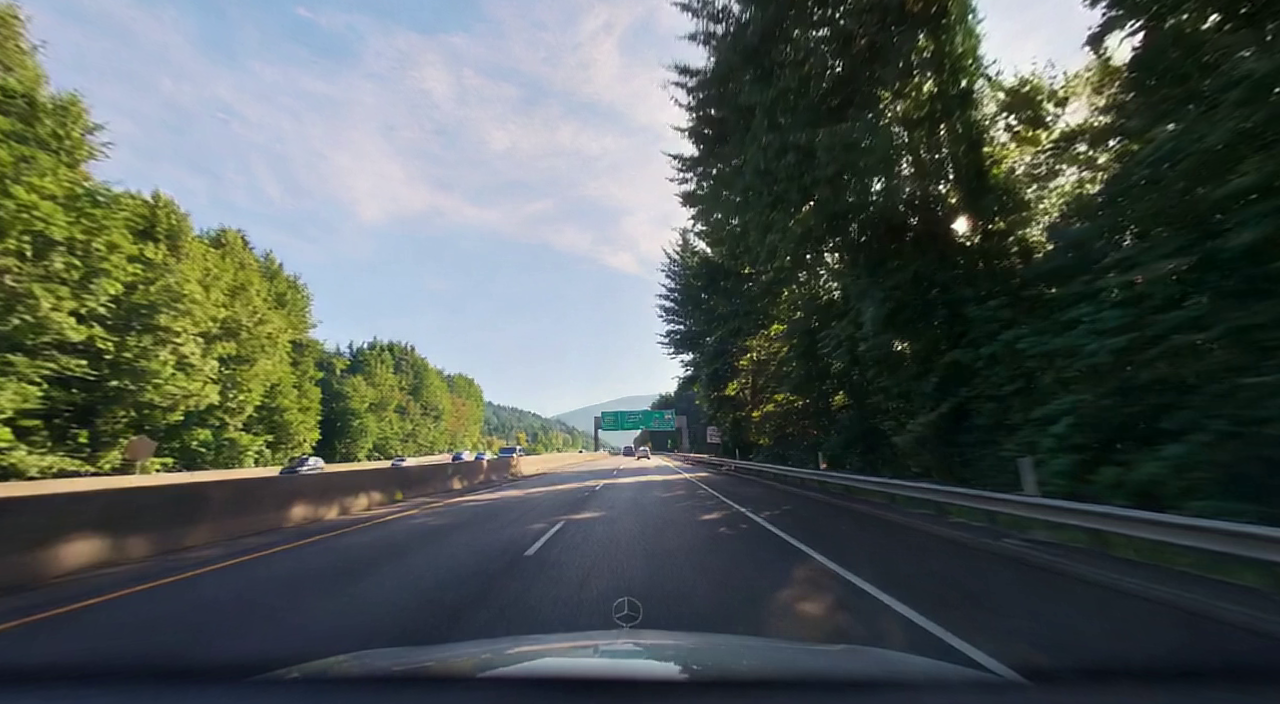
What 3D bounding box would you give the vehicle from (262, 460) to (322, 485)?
[{"bbox_3d":[-22.295,7.708,40.518,1.867,1.446,3.808,1,-9,-5],"label":"vehicle"}]
